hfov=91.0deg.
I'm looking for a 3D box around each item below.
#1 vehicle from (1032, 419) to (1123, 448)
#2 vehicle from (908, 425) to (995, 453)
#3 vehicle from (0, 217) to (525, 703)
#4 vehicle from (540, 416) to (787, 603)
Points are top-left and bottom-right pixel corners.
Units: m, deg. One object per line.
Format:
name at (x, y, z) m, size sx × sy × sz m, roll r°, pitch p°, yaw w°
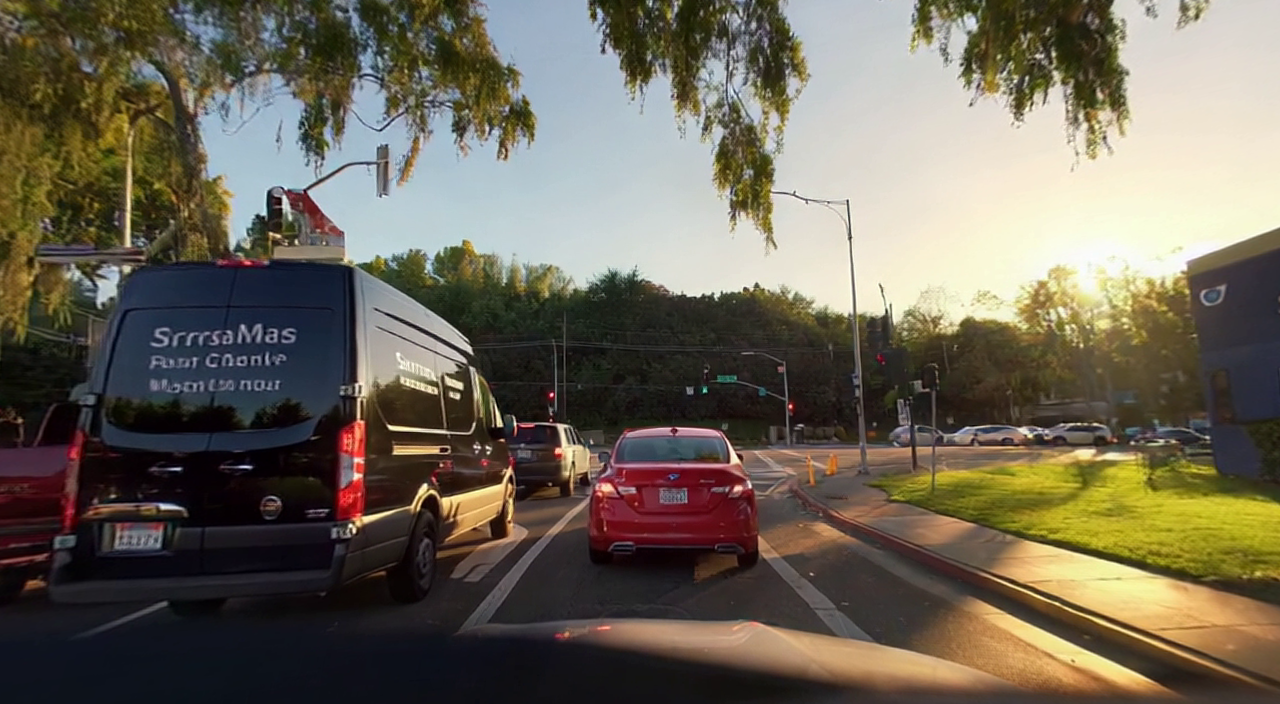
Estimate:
vehicle at (32.011, 6.025, 46.132) m, size 5.084 × 2.041 × 2.360 m, roll 1°, pitch -9°, yaw -9°
vehicle at (21.958, 6.157, 44.463) m, size 5.021 × 1.848 × 2.210 m, roll 1°, pitch -9°, yaw -9°
vehicle at (-3.089, 1.023, 6.787) m, size 2.555 × 3.035 × 5.702 m, roll 0°, pitch -8°, yaw 0°
vehicle at (0.413, 1.841, 8.340) m, size 2.398 × 1.773 × 4.254 m, roll -1°, pitch -8°, yaw 6°
